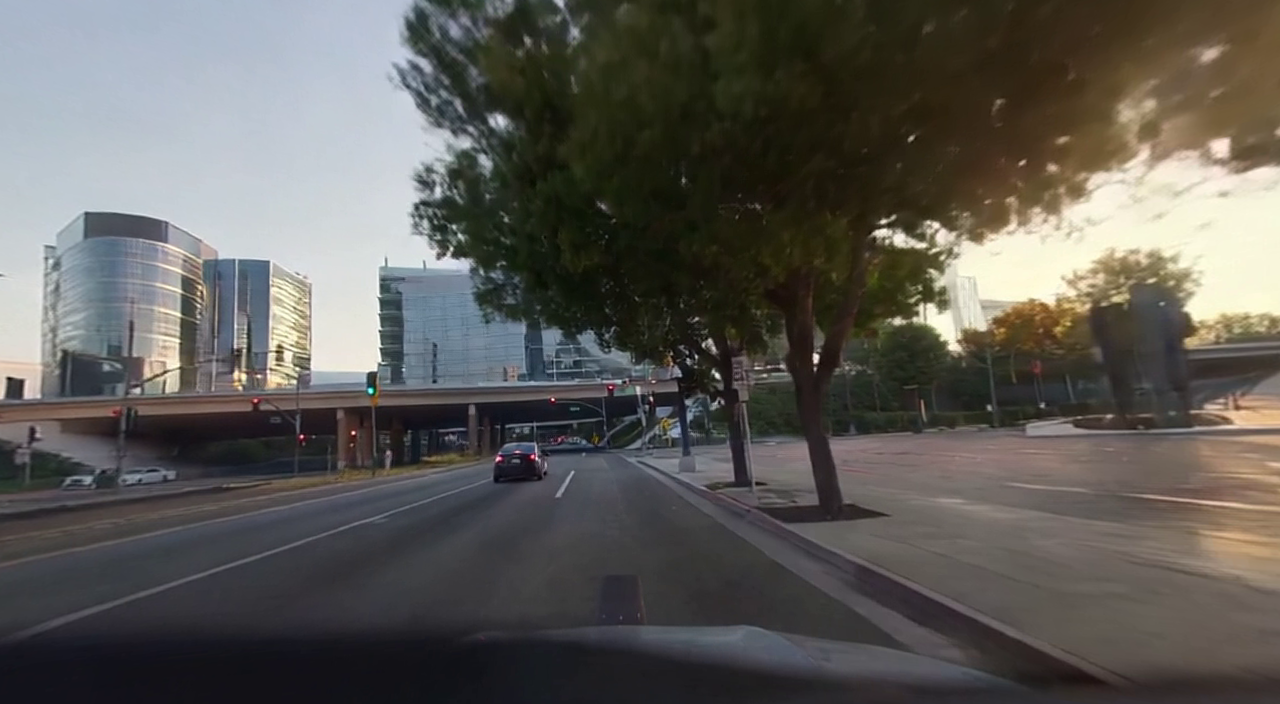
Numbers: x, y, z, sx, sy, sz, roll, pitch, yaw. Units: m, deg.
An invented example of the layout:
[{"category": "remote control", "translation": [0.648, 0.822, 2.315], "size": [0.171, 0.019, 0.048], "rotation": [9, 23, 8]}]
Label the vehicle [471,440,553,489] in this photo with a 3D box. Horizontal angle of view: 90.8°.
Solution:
[{"category": "vehicle", "translation": [-4.482, 3.972, 22.794], "size": [2.154, 1.465, 4.532], "rotation": [-1, -8, -2]}]

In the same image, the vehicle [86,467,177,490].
[{"category": "vehicle", "translation": [-37.517, 9.332, 46.718], "size": [4.708, 1.466, 2.085], "rotation": [1, -9, -9]}]
